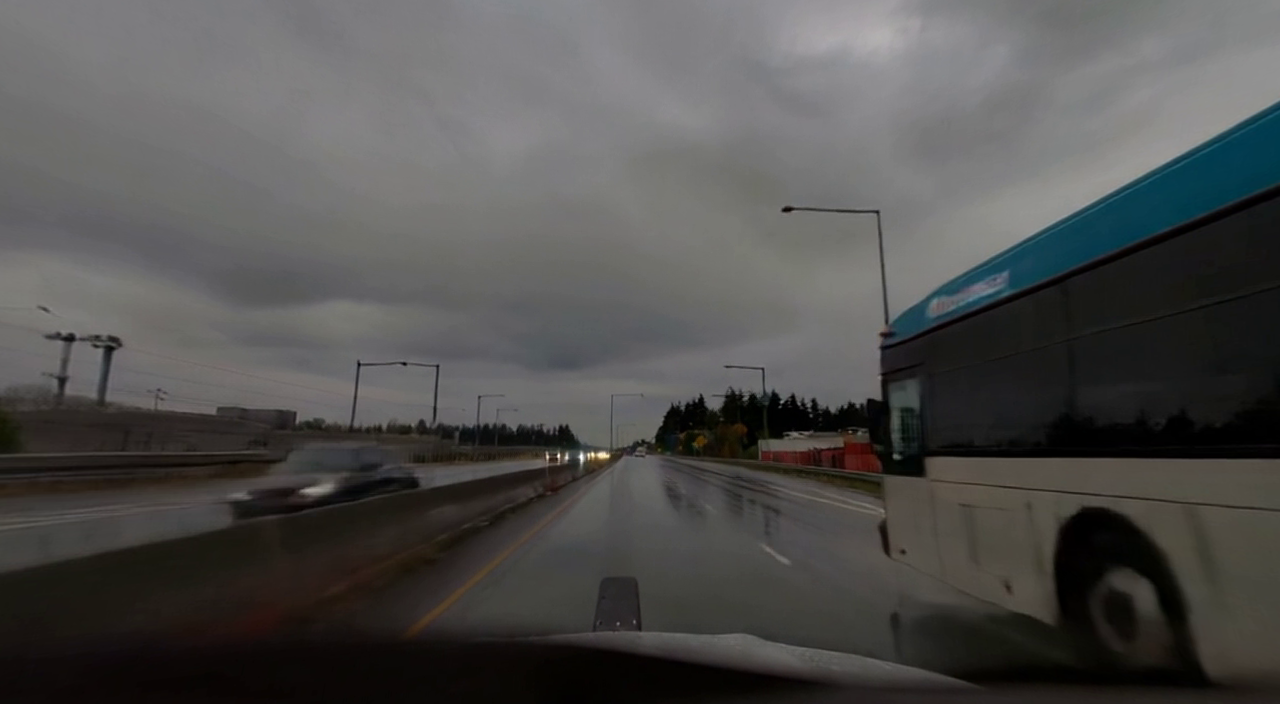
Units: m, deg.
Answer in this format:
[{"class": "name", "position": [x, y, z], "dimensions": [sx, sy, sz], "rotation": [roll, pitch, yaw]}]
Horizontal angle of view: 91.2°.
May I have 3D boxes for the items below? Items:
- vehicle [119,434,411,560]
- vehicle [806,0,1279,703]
[{"class": "vehicle", "position": [-5.474, 2.145, 10.030], "dimensions": [1.977, 1.530, 4.328], "rotation": [0, -9, 0]}, {"class": "vehicle", "position": [3.816, -0.719, 0.562], "dimensions": [3.277, 4.084, 14.213], "rotation": [1, -9, -1]}]
